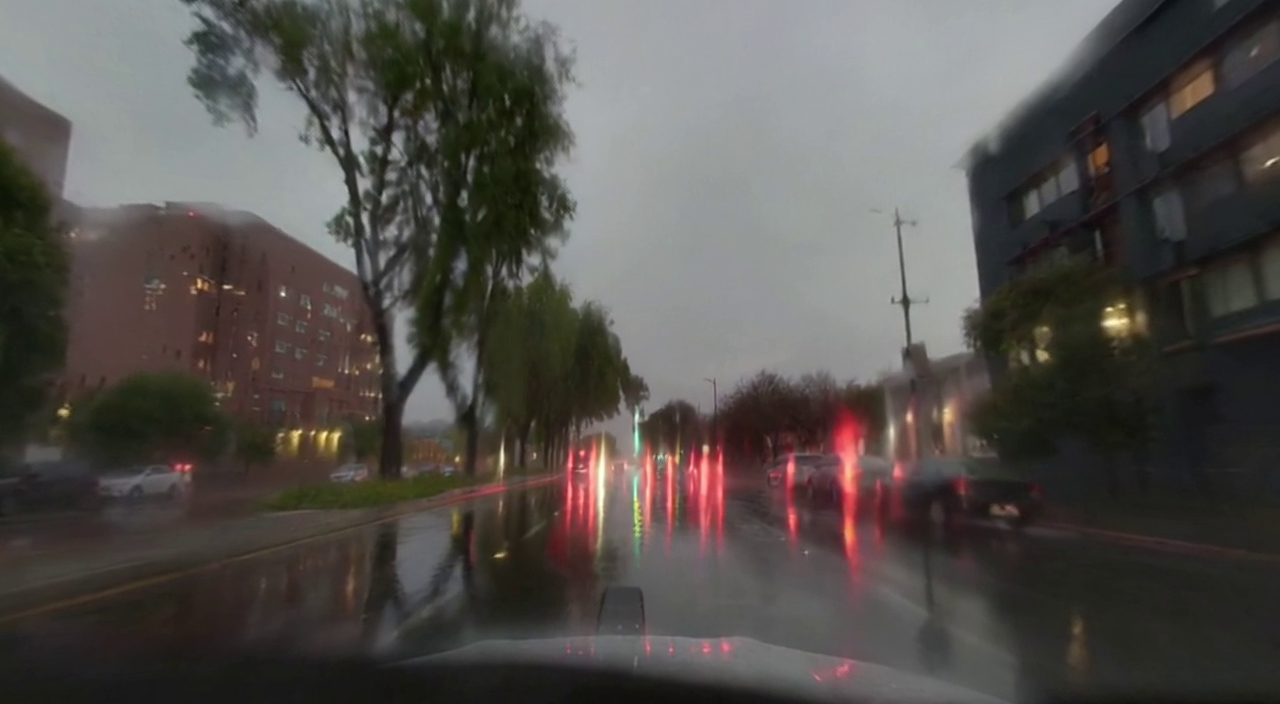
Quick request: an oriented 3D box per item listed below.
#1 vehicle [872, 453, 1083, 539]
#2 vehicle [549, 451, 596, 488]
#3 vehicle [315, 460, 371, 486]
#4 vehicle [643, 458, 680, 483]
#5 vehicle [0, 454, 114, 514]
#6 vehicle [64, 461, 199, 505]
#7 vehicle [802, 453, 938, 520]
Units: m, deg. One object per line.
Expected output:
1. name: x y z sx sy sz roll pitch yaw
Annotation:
1. vehicle: 7.008 2.998 13.797 2.269 1.506 4.152 0 -8 -1
2. vehicle: -3.854 6.770 36.811 2.223 1.957 4.845 0 -8 0
3. vehicle: -22.522 9.181 48.112 1.996 1.767 4.613 0 -8 -1
4. vehicle: 1.503 8.494 45.322 2.201 1.589 3.843 0 -8 -4
5. vehicle: -21.624 4.586 22.359 2.270 1.830 4.409 0 -8 -3
6. vehicle: -21.780 5.585 27.360 1.999 1.562 4.803 0 -8 -3
7. vehicle: 7.012 4.129 19.957 2.320 1.764 4.731 0 -8 -2
